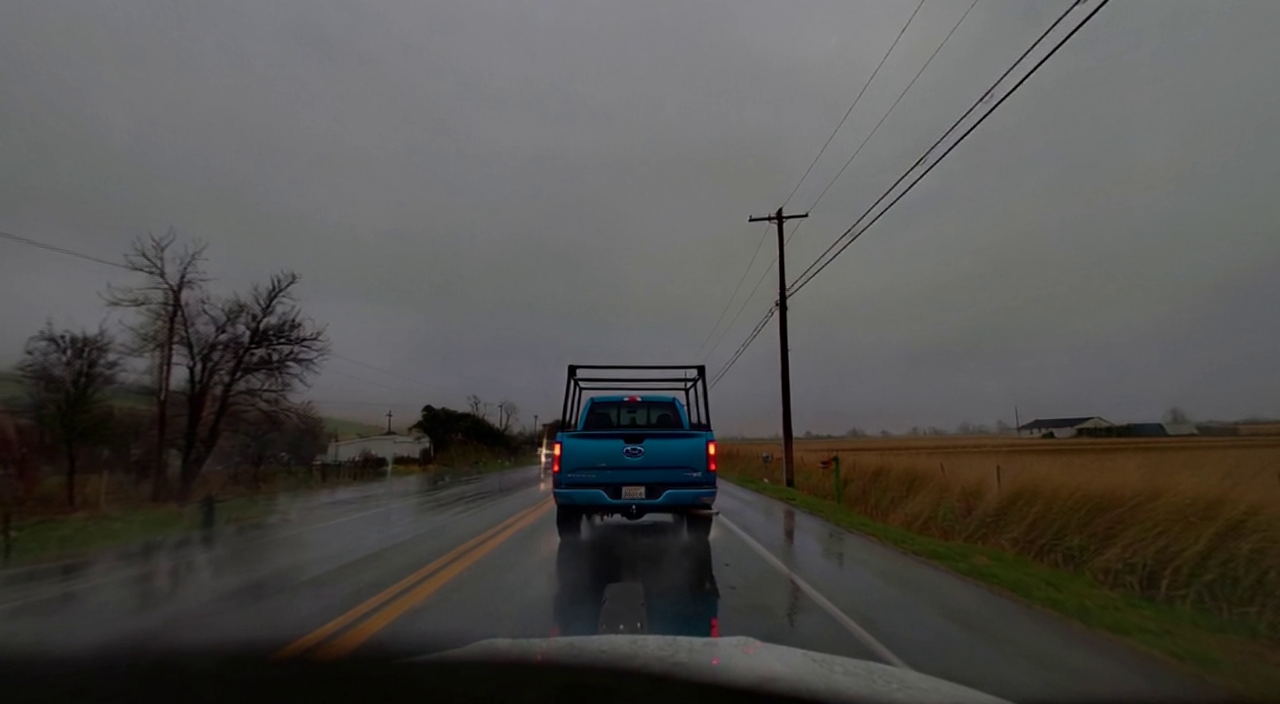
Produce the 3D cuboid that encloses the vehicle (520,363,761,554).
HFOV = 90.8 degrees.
[{"bbox_3d":[-0.074,1.818,11.411,2.912,2.320,7.292,0,-8,-1],"label":"vehicle"}]
